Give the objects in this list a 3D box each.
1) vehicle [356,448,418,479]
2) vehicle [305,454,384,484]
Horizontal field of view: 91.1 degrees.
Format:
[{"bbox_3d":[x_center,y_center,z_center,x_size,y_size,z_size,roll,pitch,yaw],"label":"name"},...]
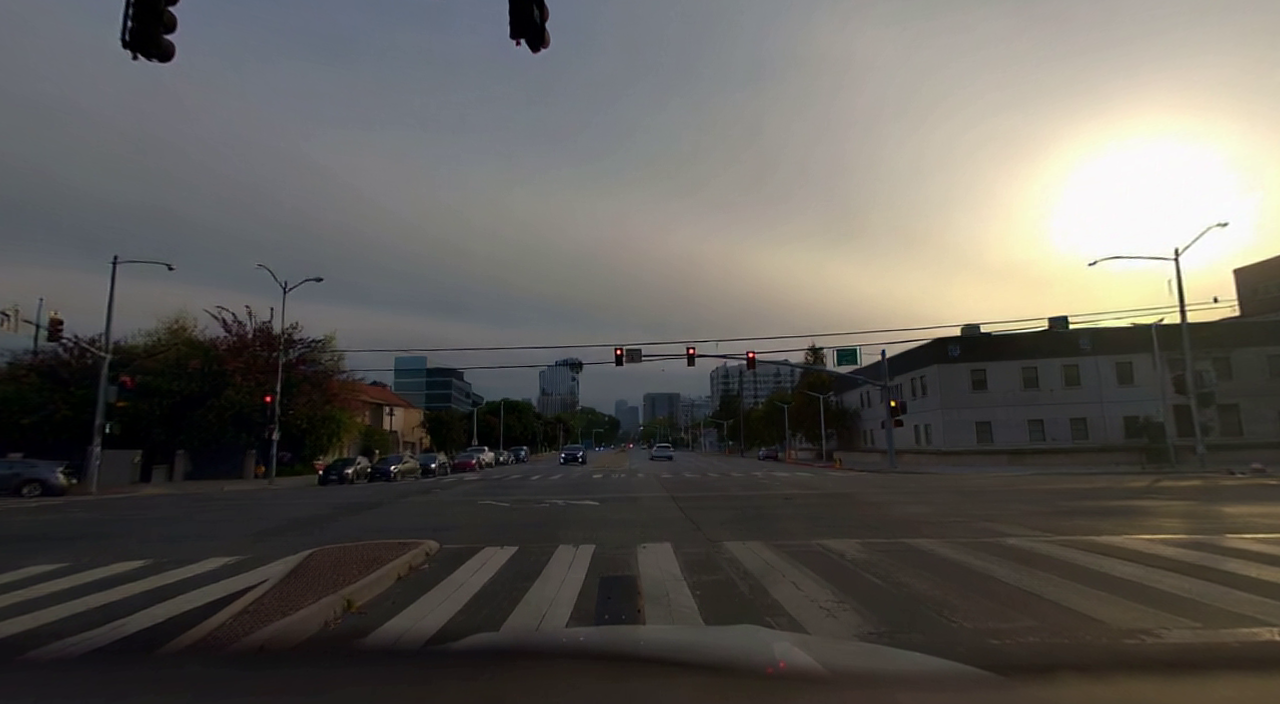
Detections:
[{"bbox_3d":[-16.181,7.104,40.447,1.960,1.819,5.018,0,-9,-1],"label":"vehicle"},{"bbox_3d":[-16.093,6.375,34.496,2.055,1.506,4.663,0,-9,0],"label":"vehicle"}]
